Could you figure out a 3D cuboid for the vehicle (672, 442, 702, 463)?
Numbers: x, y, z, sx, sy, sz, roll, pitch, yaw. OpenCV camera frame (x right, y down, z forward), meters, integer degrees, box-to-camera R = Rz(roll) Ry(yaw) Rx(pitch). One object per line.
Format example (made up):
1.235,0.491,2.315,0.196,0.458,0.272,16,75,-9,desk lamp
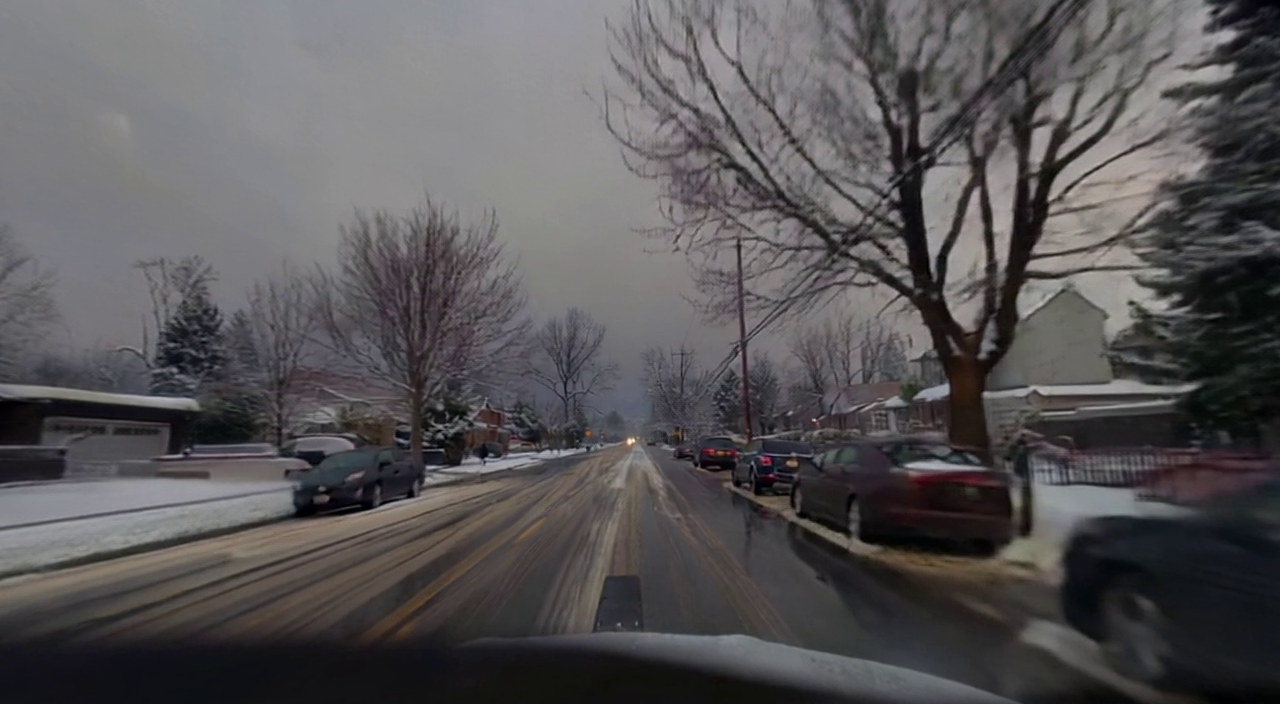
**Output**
3.667,7.916,49.635,1.897,1.521,4.835,0,-8,-1,vehicle

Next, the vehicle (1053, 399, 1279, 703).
3.829,0.884,2.030,1.917,1.569,4.460,0,-8,0,vehicle

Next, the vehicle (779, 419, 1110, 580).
3.734,1.904,9.201,2.157,1.639,5.297,0,-8,-1,vehicle

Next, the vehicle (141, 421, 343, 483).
-14.224,3.614,22.829,5.681,2.094,2.344,0,-8,0,vehicle

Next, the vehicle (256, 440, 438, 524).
-6.355,2.815,14.386,1.985,1.497,4.655,-2,-8,-1,vehicle

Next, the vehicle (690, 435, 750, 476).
3.715,4.914,30.132,2.039,1.780,4.884,0,-8,-2,vehicle
